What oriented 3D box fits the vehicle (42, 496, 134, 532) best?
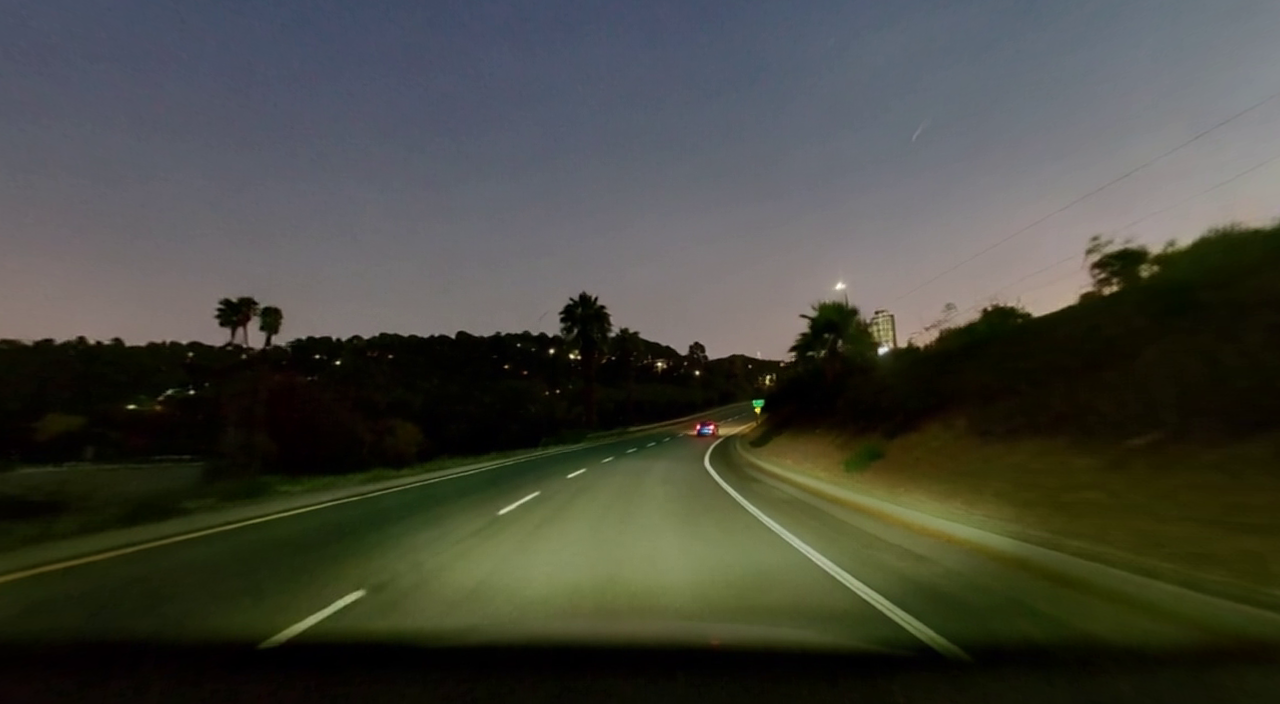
[{"bbox_3d":[-35.252,10.333,40.538,1.996,1.752,4.503,-1,-9,-3],"label":"vehicle"}]
